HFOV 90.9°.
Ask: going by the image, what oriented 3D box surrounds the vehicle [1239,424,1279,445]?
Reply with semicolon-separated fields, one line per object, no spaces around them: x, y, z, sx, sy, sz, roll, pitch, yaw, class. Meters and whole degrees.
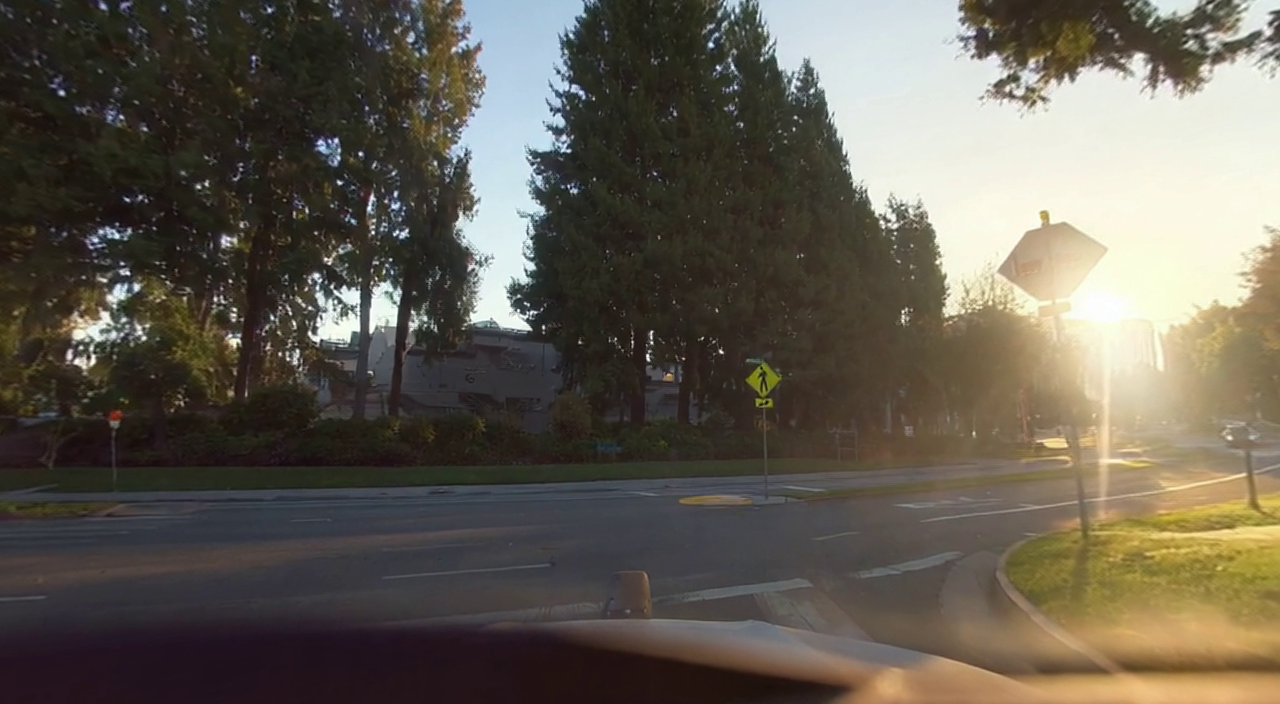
45.211;5.977;45.380;4.473;1.474;2.108;6;-10;-37;vehicle
